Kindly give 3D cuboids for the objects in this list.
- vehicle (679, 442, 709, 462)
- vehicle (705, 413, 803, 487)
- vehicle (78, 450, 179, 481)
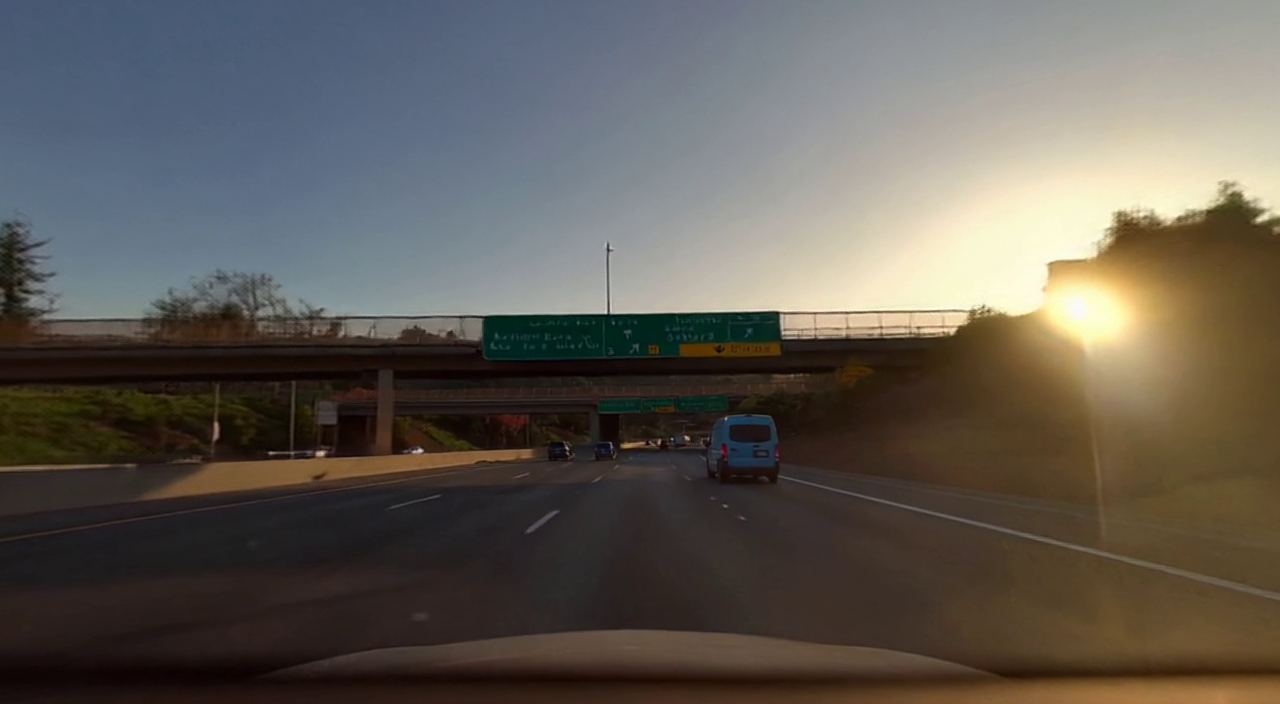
[{"bbox_3d":[4.085,7.571,47.977,1.883,1.456,4.044,0,-8,-1],"label":"vehicle"},{"bbox_3d":[3.779,3.413,22.043,2.347,2.234,5.352,0,-8,-1],"label":"vehicle"},{"bbox_3d":[-30.096,6.637,37.329,1.916,1.646,4.817,0,-8,0],"label":"vehicle"}]
